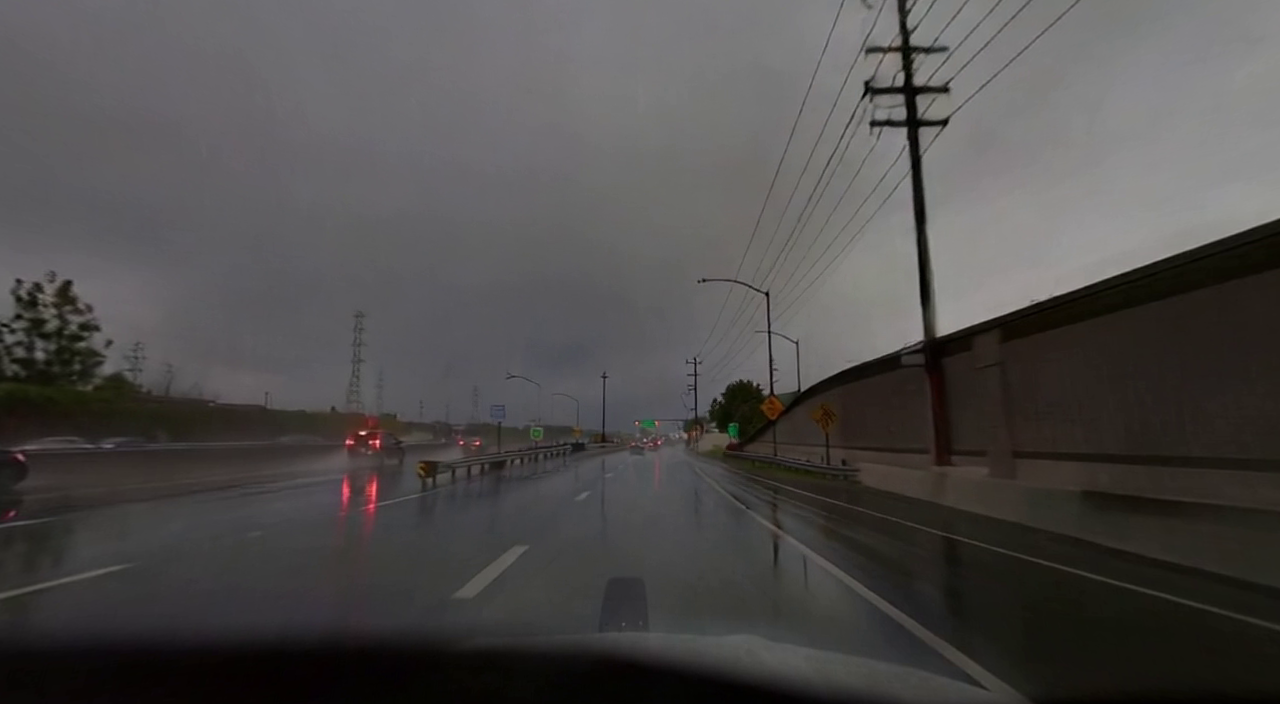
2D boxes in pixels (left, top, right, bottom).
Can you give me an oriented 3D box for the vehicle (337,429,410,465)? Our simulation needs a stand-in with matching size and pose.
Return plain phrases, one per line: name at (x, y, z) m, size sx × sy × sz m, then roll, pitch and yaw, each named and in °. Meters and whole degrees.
vehicle at (-12.762, 4.595, 30.526) m, size 2.029 × 1.609 × 3.935 m, roll 1°, pitch -8°, yaw -4°
